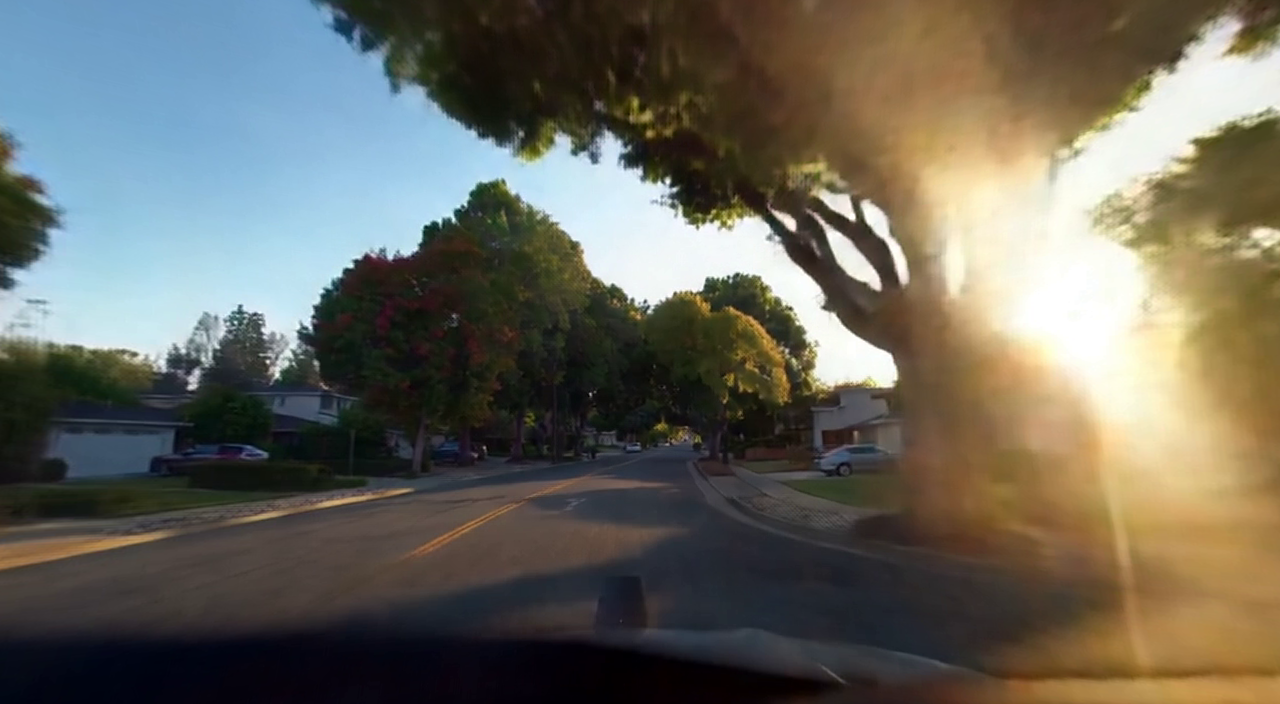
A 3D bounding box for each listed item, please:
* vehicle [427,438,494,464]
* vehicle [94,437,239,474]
[{"bbox_3d":[-12.942,7.170,45.774,4.370,1.761,1.901,1,-9,-5],"label":"vehicle"},{"bbox_3d":[-19.683,4.341,26.503,4.373,1.464,1.917,2,-11,-17],"label":"vehicle"}]
